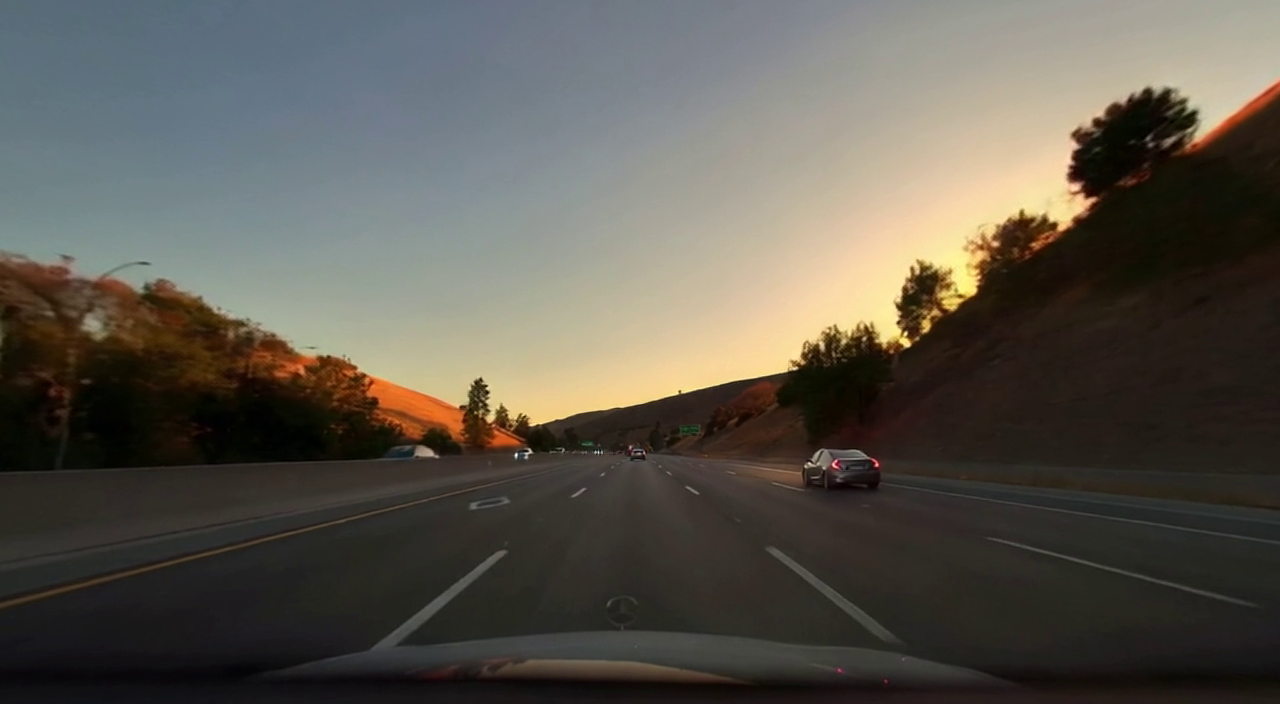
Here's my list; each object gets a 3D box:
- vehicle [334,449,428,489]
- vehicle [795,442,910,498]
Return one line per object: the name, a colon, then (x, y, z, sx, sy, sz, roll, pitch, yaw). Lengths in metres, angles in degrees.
vehicle: (-11.105, 5.031, 27.450, 2.011, 1.583, 4.876, 0, -9, 0)
vehicle: (6.301, 3.551, 19.263, 1.976, 1.495, 4.217, 0, -9, -1)
